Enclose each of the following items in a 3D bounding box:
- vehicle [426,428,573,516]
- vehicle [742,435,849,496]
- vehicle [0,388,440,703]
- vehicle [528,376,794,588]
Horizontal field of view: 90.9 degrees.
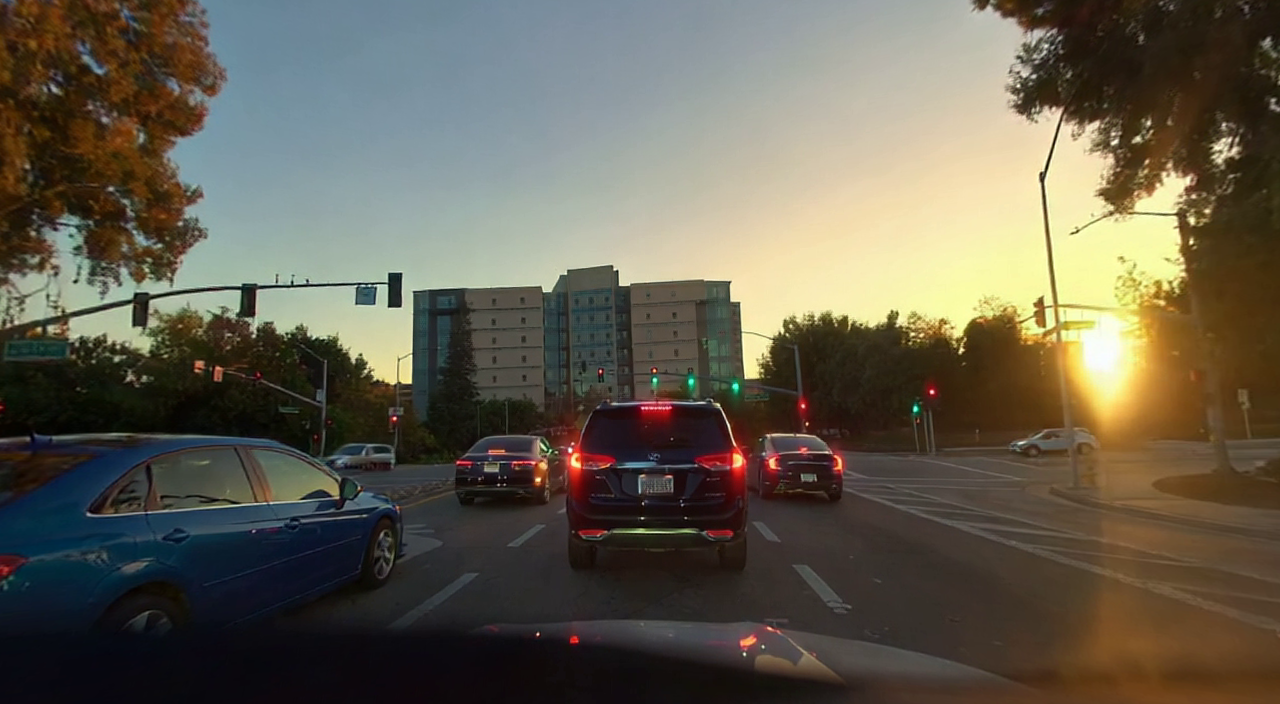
[{"bbox_3d":[-2.676,2.389,13.068,1.851,1.502,4.042,0,-8,4],"label":"vehicle"},{"bbox_3d":[4.120,3.068,17.408,1.979,1.453,4.011,0,-8,1],"label":"vehicle"},{"bbox_3d":[-3.211,1.201,4.438,1.958,1.494,4.624,0,-8,2],"label":"vehicle"},{"bbox_3d":[0.226,1.440,7.727,2.300,1.832,4.331,0,-8,1],"label":"vehicle"}]
